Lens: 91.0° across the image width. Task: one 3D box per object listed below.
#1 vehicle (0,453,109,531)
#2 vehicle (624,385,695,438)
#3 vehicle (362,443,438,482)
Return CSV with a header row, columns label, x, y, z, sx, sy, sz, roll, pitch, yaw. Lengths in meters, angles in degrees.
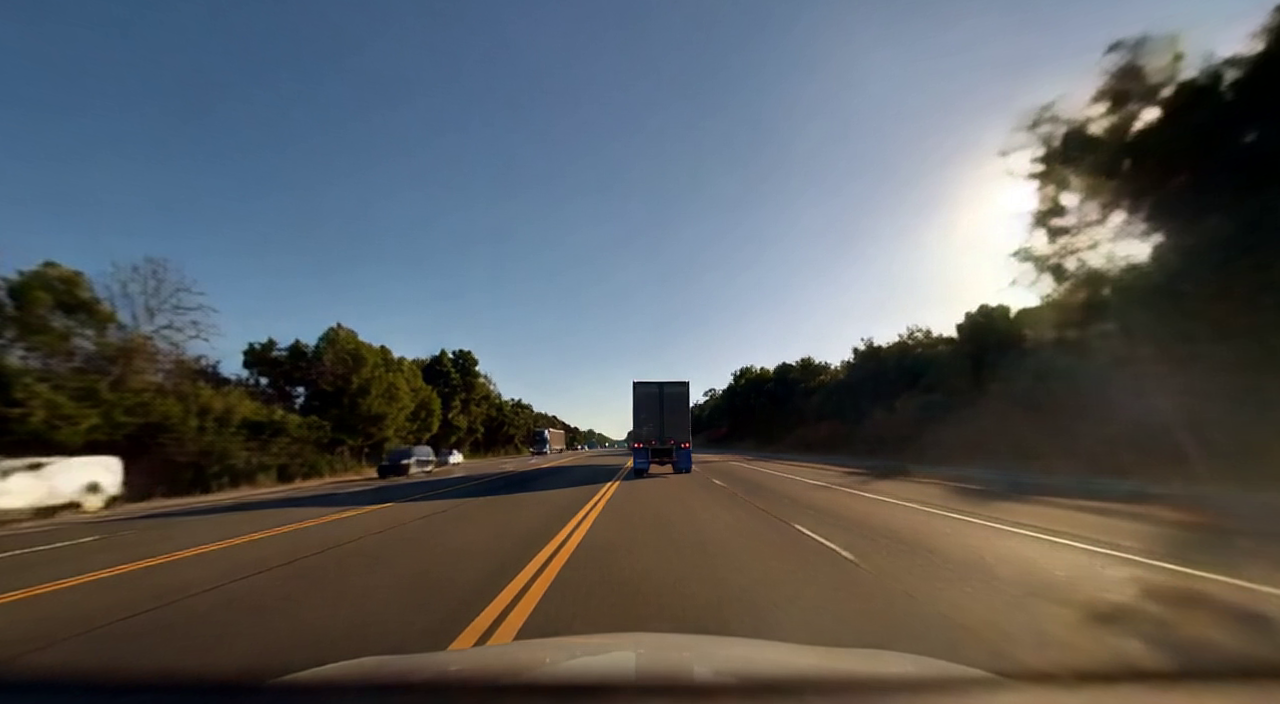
label,x,y,z,sx,sy,sz,roll,pitch,yaw
vehicle,-14.679,3.125,14.014,1.869,1.620,4.362,-2,-8,0
vehicle,0.659,2.488,25.321,2.509,1.890,4.732,0,-8,-2
vehicle,-11.360,5.216,30.096,1.873,1.712,4.097,0,-8,2
